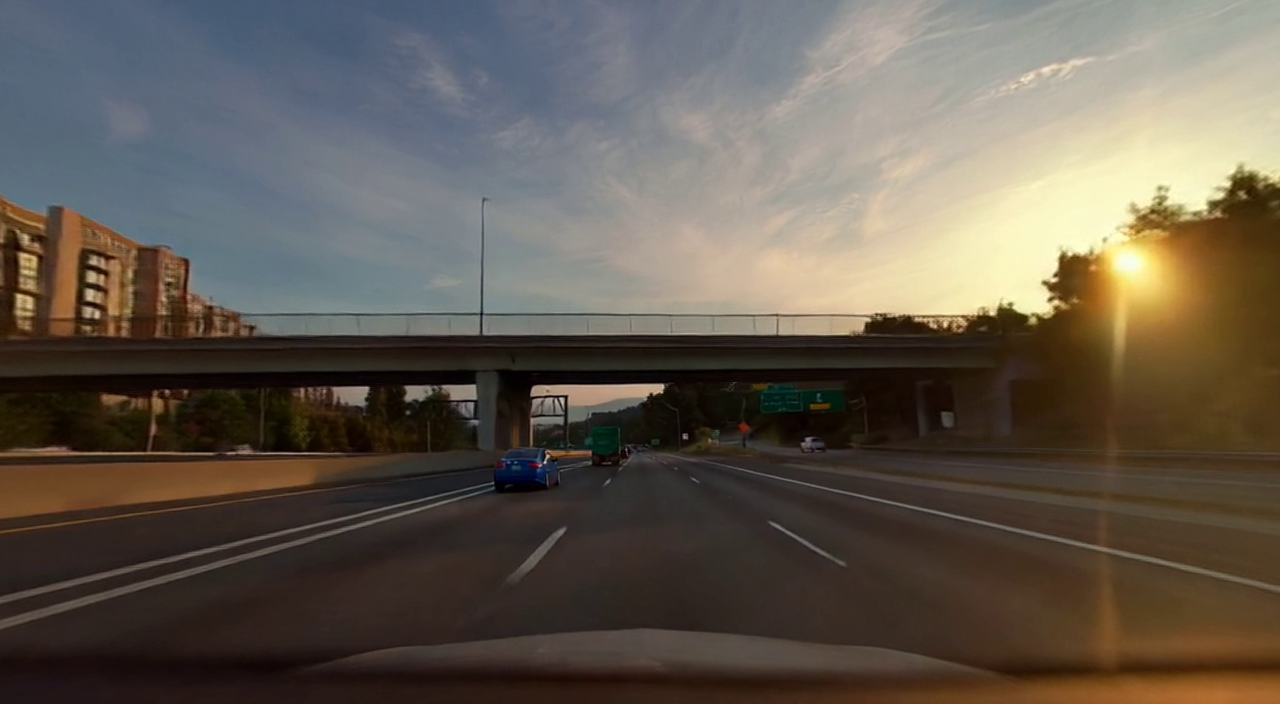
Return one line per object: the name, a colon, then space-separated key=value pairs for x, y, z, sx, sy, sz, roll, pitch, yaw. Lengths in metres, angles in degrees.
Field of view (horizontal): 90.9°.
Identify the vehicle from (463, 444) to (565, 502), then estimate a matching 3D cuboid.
vehicle: x=-3.552 y=3.515 z=18.714 sx=2.039 sy=1.478 sz=4.483 roll=0 pitch=-9 yaw=1
